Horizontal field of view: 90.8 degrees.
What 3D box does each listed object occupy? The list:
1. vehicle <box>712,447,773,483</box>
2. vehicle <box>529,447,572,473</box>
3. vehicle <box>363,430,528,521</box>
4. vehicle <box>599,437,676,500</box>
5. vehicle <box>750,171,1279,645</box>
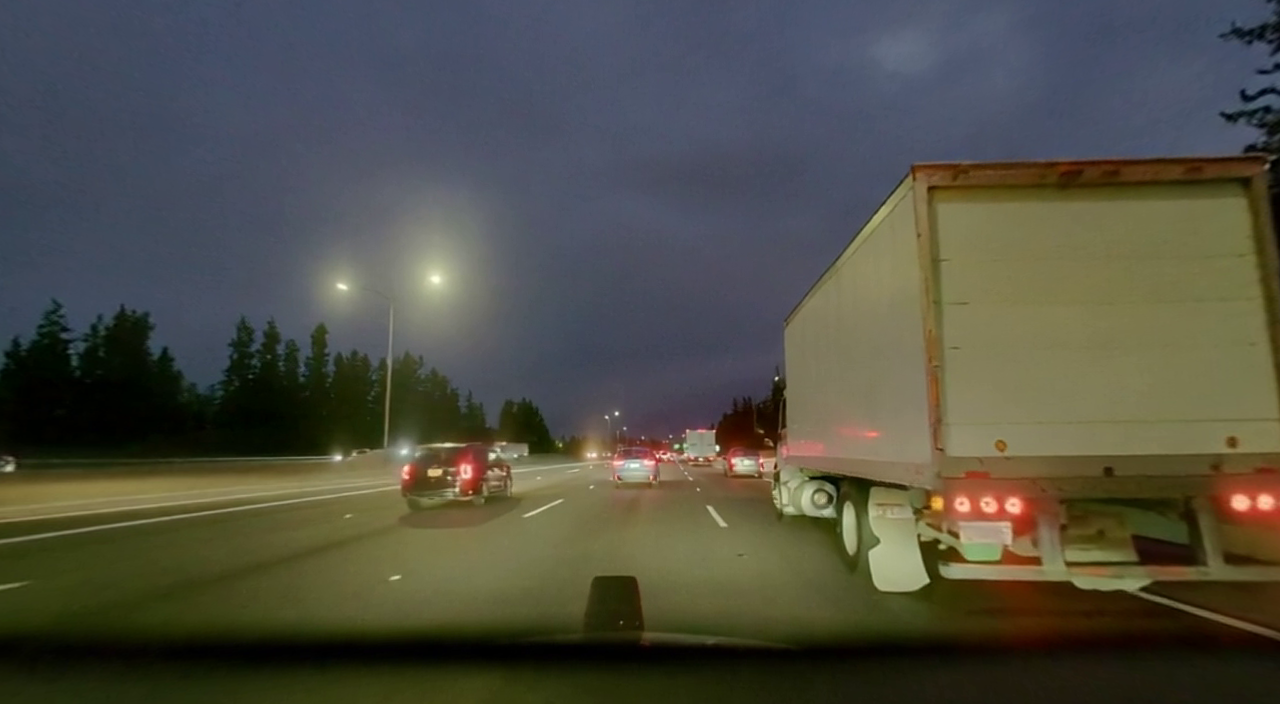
[{"bbox_3d":[4.660,5.201,29.472,2.146,1.482,4.665,0,-8,1],"label":"vehicle"},{"bbox_3d":[-5.910,7.133,42.130,1.958,1.633,4.568,0,-9,3],"label":"vehicle"},{"bbox_3d":[-4.110,2.684,14.378,1.988,1.696,4.754,0,-9,4],"label":"vehicle"},{"bbox_3d":[0.040,3.525,19.569,2.103,1.717,4.399,0,-9,3],"label":"vehicle"},{"bbox_3d":[3.715,0.965,9.007,2.836,3.508,8.723,0,-9,1],"label":"vehicle"}]
